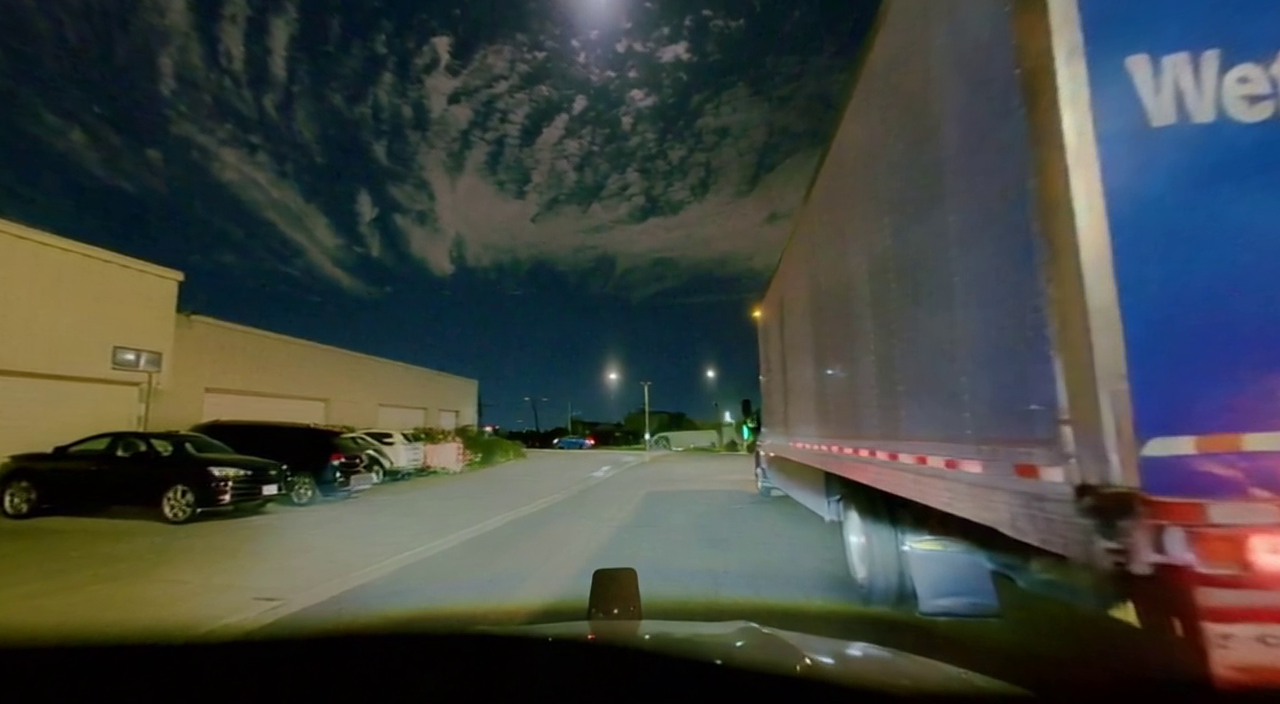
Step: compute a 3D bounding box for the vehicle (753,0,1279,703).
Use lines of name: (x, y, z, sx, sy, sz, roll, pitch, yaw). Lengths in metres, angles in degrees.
vehicle: (3.509, 0.433, 8.181, 2.865, 4.113, 14.471, -1, -8, 6)

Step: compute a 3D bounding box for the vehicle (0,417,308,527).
vehicle: (-7.578, 1.763, 9.543, 4.015, 1.461, 1.903, -1, -8, 2)
